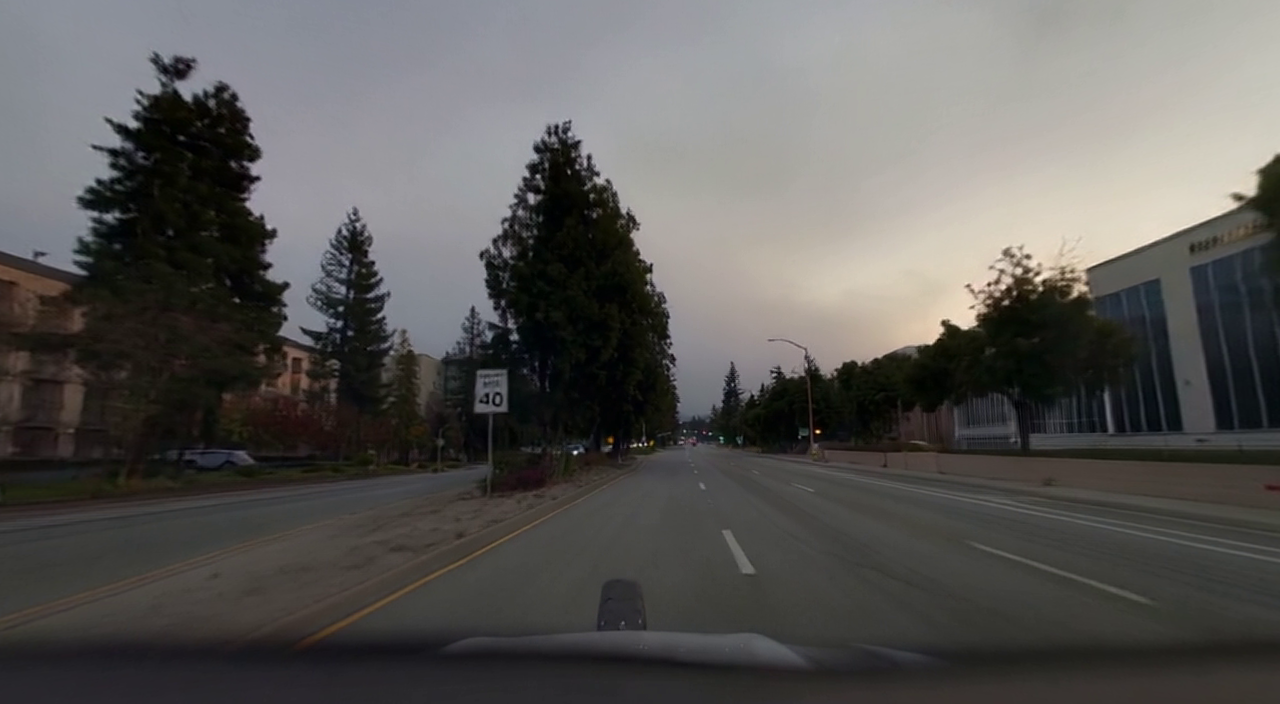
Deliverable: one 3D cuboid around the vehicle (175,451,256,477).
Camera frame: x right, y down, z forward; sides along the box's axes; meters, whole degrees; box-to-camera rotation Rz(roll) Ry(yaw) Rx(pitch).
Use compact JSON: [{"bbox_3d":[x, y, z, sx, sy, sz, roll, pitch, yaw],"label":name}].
[{"bbox_3d":[-25.569,6.738,38.052,3.651,1.453,1.643,0,-8,2],"label":"vehicle"}]
